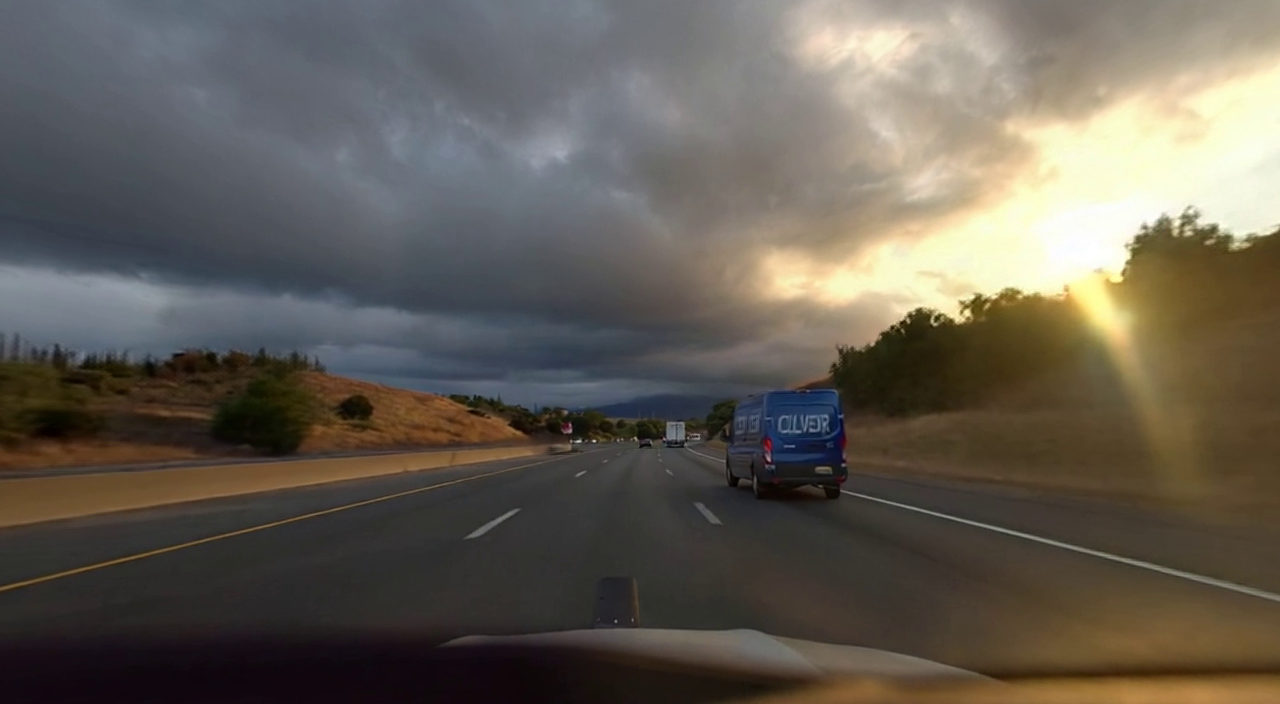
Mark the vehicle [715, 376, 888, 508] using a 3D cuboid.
[{"bbox_3d":[3.498,2.141,15.159,2.485,2.562,5.535,0,-8,-2],"label":"vehicle"}]
